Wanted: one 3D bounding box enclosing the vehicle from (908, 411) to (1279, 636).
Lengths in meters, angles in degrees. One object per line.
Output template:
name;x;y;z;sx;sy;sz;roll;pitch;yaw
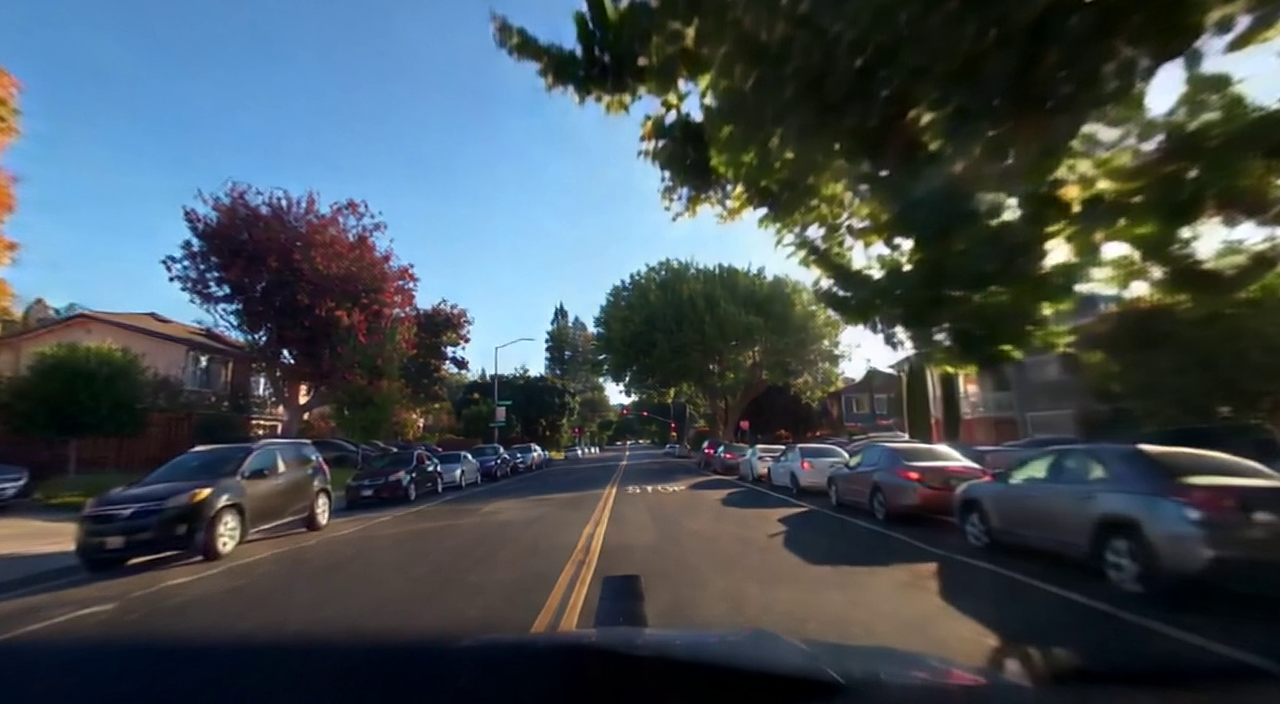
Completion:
vehicle;4.789;1.492;6.600;1.861;1.490;4.619;0;-8;-1

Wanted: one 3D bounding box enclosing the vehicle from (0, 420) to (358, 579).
vehicle;-6.668;2.127;10.013;2.033;1.759;5.372;-1;-9;-1

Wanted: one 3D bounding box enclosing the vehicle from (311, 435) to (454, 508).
vehicle;-6.693;3.144;17.116;1.947;1.665;4.716;0;-9;-1

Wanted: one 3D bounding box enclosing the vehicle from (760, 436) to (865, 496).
vehicle;4.671;3.129;17.743;1.729;1.479;4.101;0;-8;-1
